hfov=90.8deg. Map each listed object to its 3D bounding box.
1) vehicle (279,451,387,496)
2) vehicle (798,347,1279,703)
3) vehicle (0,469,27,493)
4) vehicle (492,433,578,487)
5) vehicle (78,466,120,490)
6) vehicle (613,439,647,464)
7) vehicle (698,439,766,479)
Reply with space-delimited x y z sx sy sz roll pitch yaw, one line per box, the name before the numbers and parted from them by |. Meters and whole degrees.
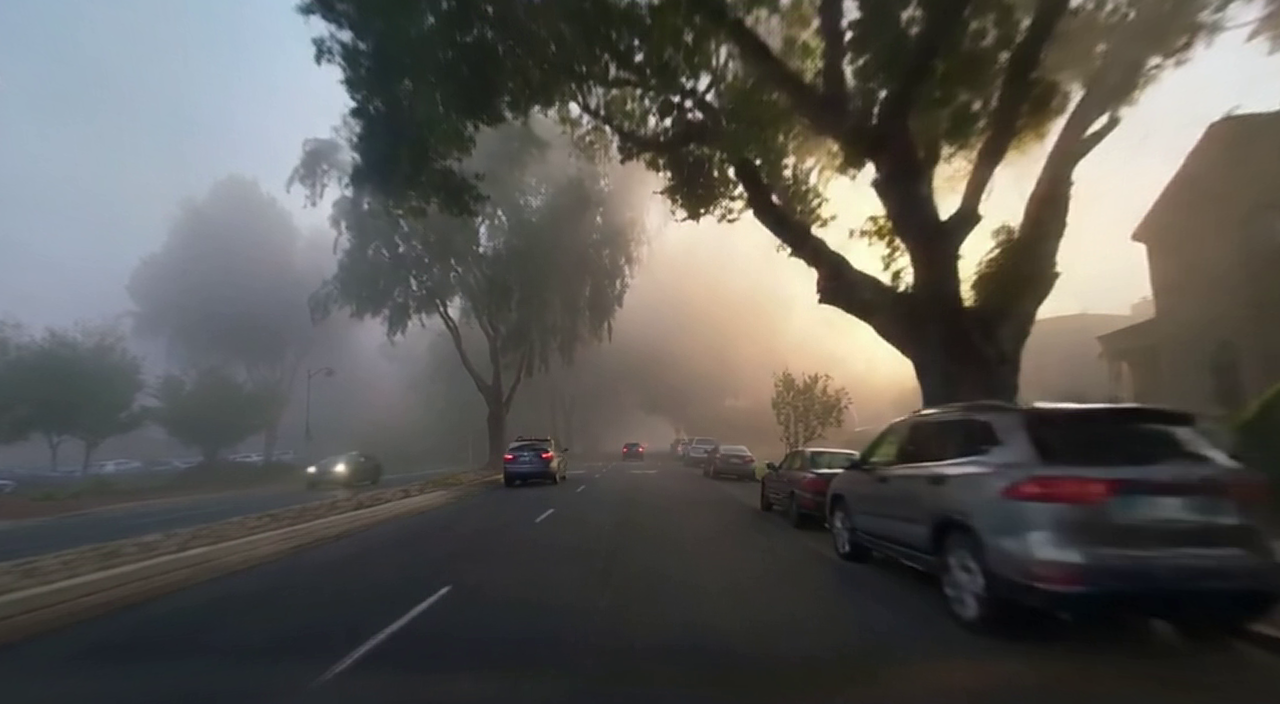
vehicle | -11.826 4.674 24.686 2.167 1.497 4.256 0 -8 -2
vehicle | 3.227 1.284 5.896 2.090 1.839 5.495 0 -8 0
vehicle | -47.054 9.512 46.658 1.913 1.469 4.399 6 -10 -37
vehicle | -3.520 3.725 22.163 2.129 1.668 4.722 0 -8 1
vehicle | -39.837 9.274 46.637 2.034 1.481 4.931 6 -10 -38
vehicle | -0.618 6.559 41.885 2.142 1.548 4.273 0 -8 0
vehicle | 3.641 4.329 25.912 2.019 1.495 4.755 0 -8 -1
